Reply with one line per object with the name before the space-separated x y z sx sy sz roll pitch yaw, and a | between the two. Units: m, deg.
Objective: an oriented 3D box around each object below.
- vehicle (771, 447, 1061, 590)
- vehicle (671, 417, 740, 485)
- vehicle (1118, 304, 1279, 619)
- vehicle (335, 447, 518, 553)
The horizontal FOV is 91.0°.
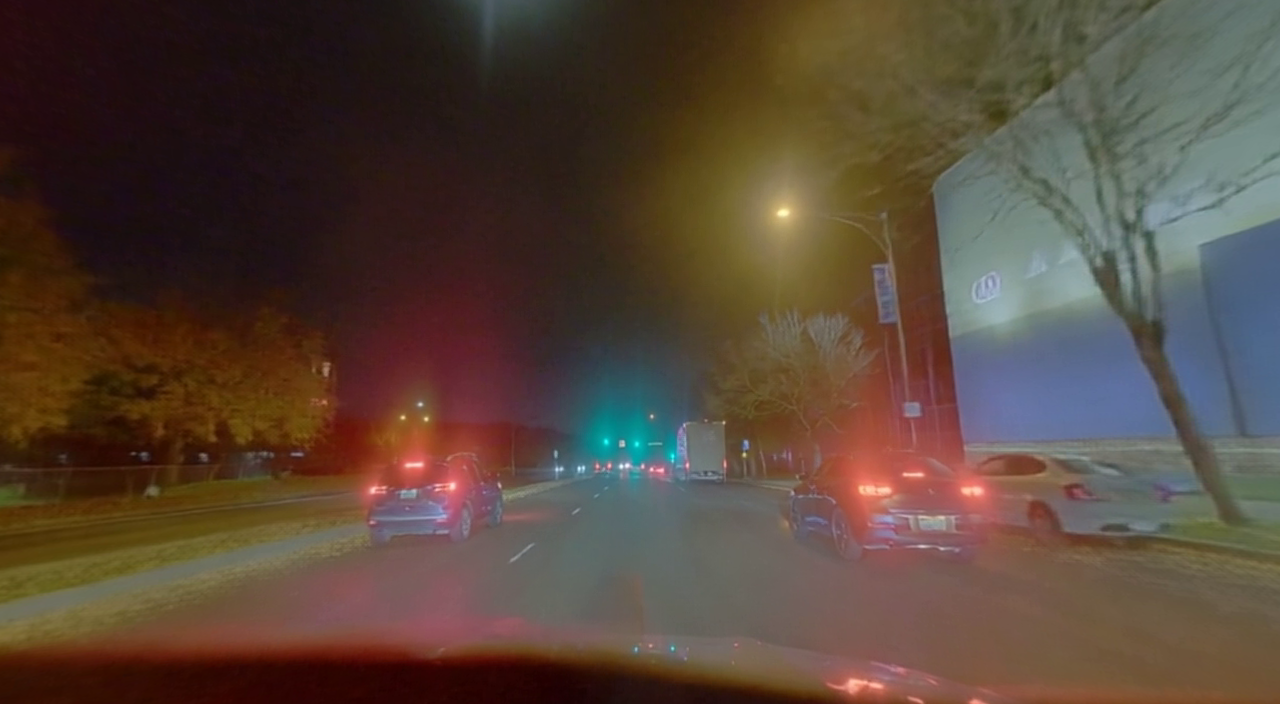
vehicle | 3.388 2.116 9.071 1.915 1.449 4.970 0 -9 0
vehicle | 3.839 6.212 39.747 3.003 3.680 10.684 0 -9 -1
vehicle | 6.851 0.780 4.389 2.483 2.707 5.496 0 -9 -2
vehicle | -3.598 2.538 11.589 1.751 1.540 4.481 0 -9 1
